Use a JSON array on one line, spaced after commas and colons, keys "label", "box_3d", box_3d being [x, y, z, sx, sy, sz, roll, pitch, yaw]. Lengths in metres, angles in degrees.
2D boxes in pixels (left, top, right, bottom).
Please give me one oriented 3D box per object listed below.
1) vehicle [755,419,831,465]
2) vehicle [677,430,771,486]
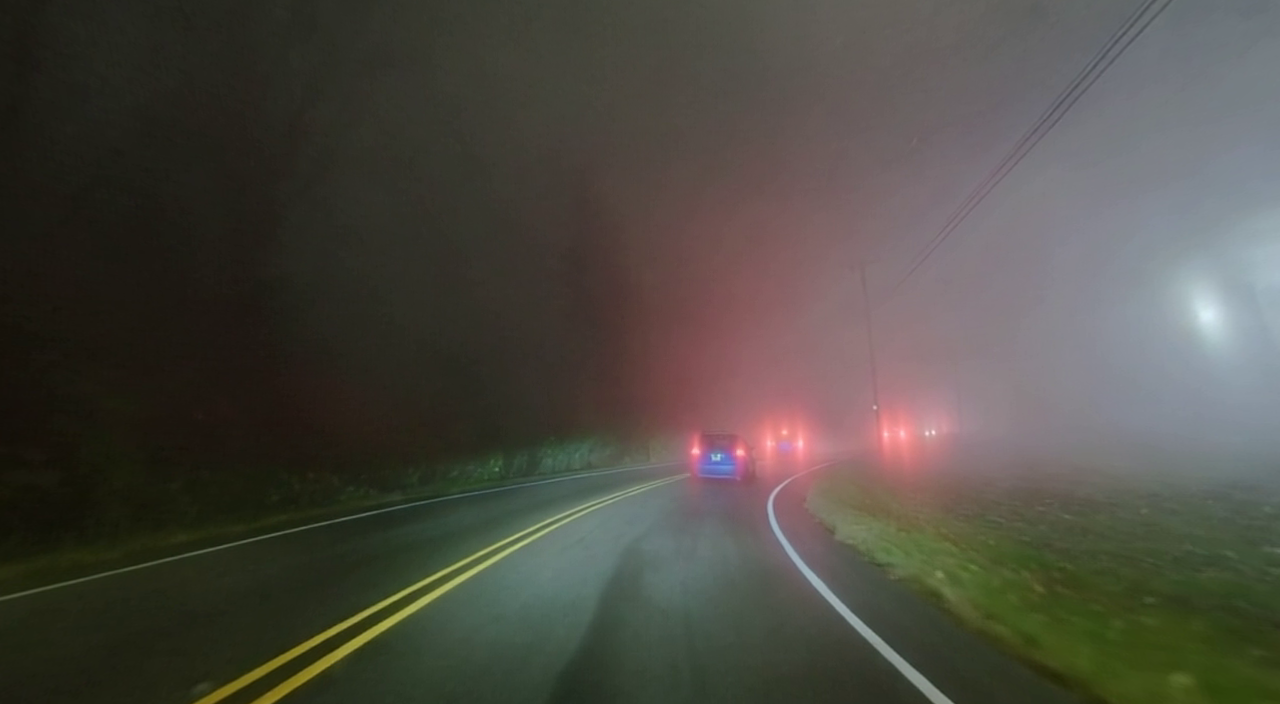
[{"label": "vehicle", "box_3d": [8.052, 4.701, 32.729, 2.376, 2.145, 5.953, -4, -10, 27]}, {"label": "vehicle", "box_3d": [2.770, 3.308, 19.912, 2.157, 1.565, 4.243, -3, -9, 18]}]
